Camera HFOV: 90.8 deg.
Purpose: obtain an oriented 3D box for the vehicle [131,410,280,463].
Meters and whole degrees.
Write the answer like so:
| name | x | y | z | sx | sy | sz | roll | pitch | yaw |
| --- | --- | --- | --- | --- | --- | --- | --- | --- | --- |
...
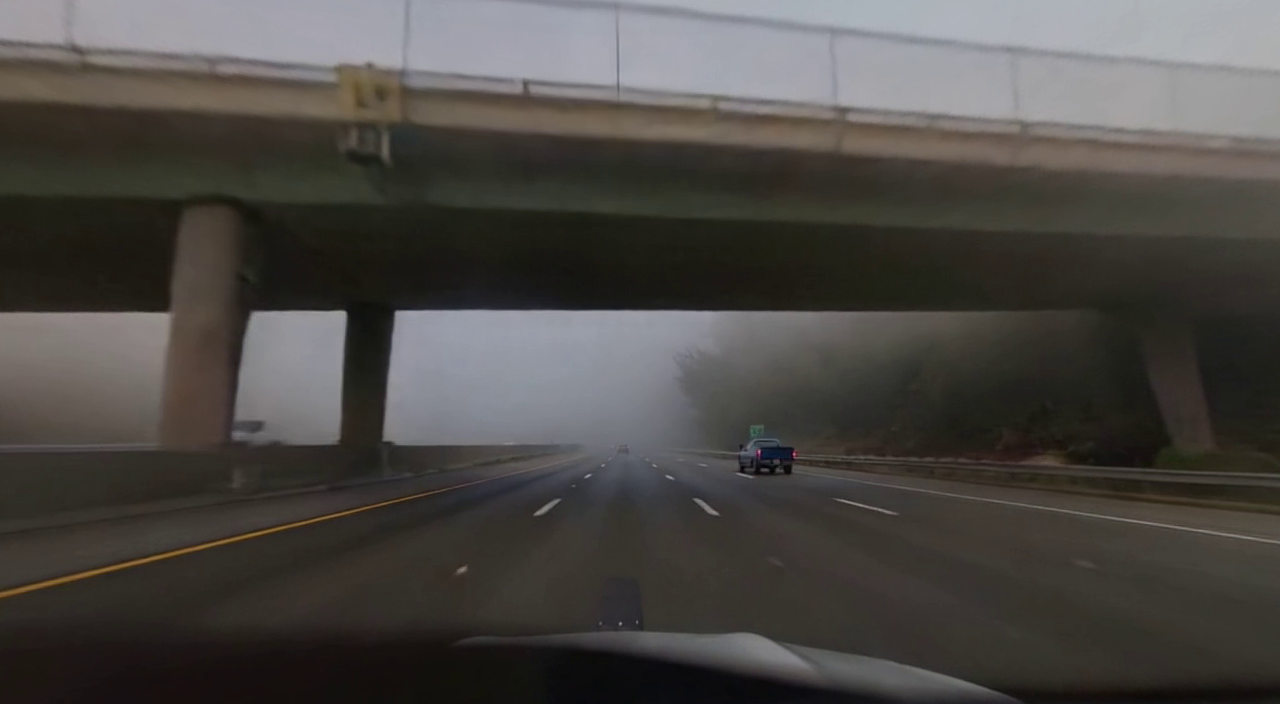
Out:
| name | x | y | z | sx | sy | sz | roll | pitch | yaw |
| --- | --- | --- | --- | --- | --- | --- | --- | --- | --- |
| vehicle | -15.871 | 3.189 | 23.507 | 1.995 | 1.738 | 4.993 | 0 | -9 | -1 |

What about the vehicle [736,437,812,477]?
| name | x | y | z | sx | sy | sz | roll | pitch | yaw |
| --- | --- | --- | --- | --- | --- | --- | --- | --- | --- |
| vehicle | 6.578 | 5.243 | 31.851 | 2.395 | 1.819 | 6.086 | 0 | -9 | -1 |
